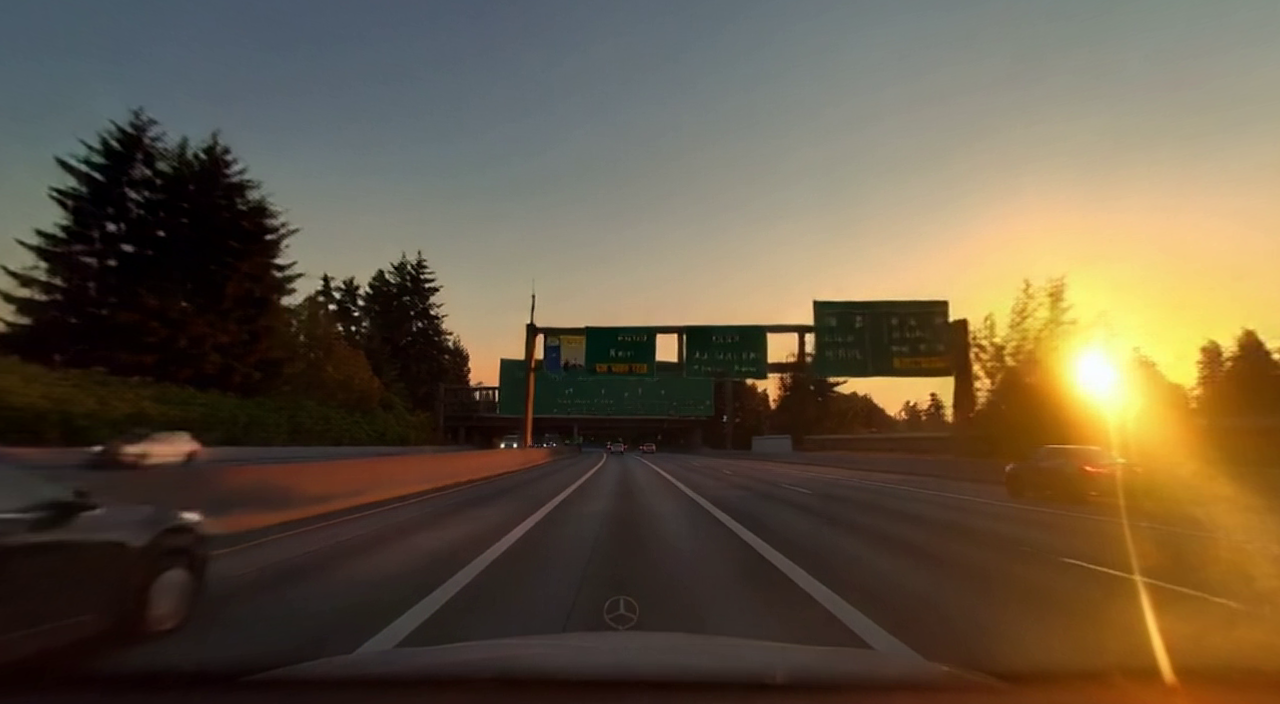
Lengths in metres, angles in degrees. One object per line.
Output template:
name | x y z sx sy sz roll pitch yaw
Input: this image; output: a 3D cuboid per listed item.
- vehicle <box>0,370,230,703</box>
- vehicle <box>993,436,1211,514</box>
vehicle | -3.877 0.833 2.334 2.071 1.615 3.868 0 -9 -1
vehicle | 9.933 2.654 13.927 1.853 1.463 3.780 0 -9 -1
